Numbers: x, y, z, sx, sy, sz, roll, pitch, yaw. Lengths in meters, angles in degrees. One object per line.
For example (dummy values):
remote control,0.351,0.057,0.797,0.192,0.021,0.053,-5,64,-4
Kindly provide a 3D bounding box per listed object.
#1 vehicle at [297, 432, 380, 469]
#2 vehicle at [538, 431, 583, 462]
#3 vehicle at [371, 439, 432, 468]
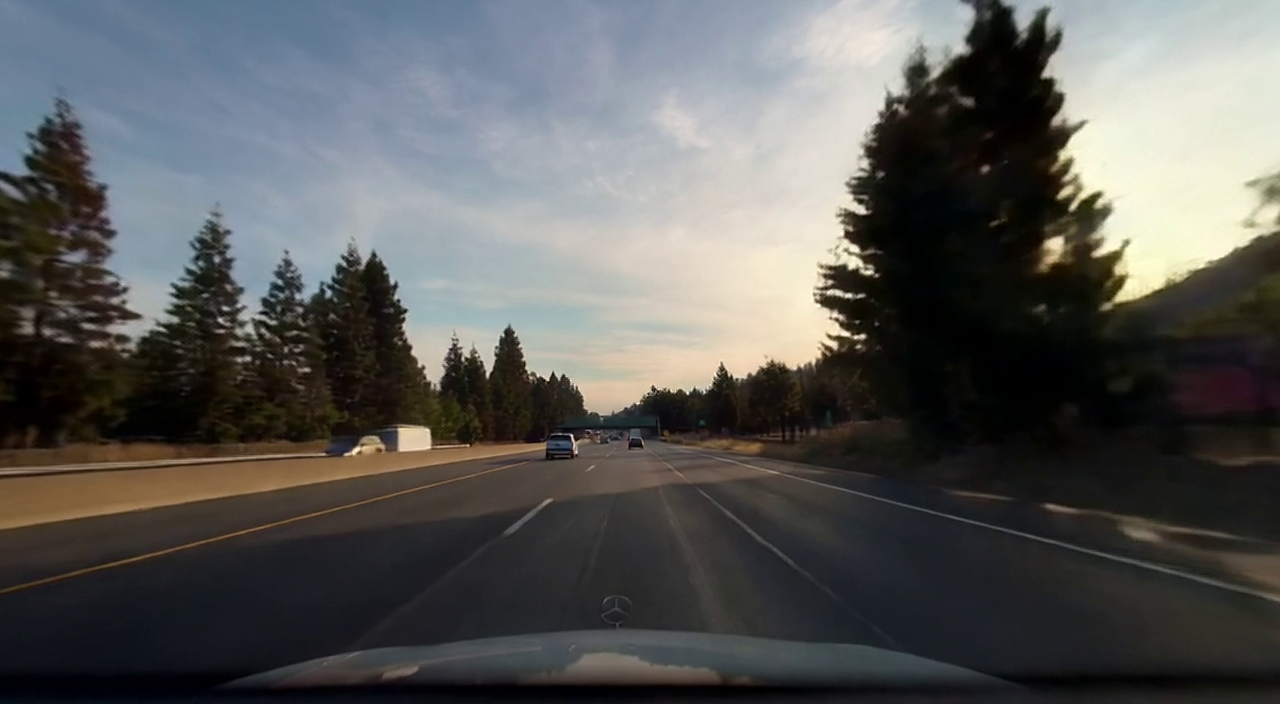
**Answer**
vehicle,-16.491,5.384,34.848,2.138,1.885,5.109,0,-8,-1
vehicle,-4.377,5.261,35.362,2.003,1.626,4.256,0,-8,-1
vehicle,-12.436,5.302,33.128,1.722,1.399,3.905,0,-8,-1
